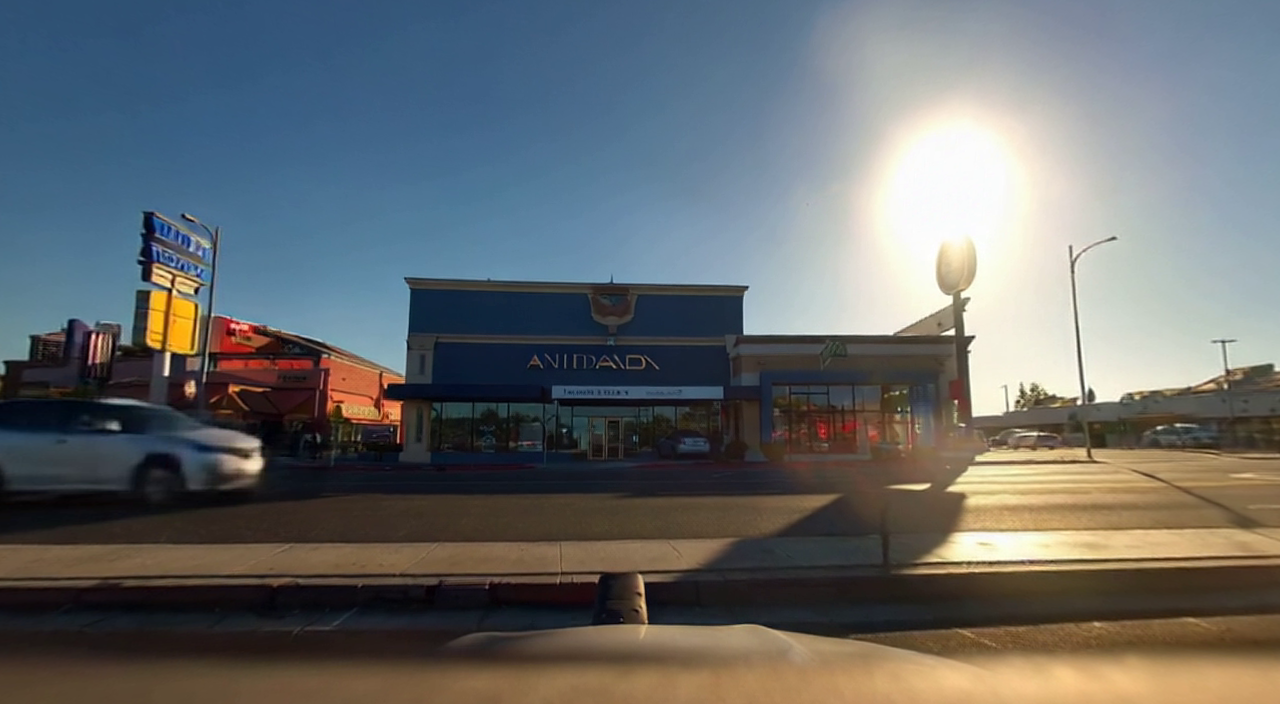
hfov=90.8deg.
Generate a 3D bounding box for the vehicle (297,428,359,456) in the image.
[{"bbox_3d":[-20.274,5.834,40.981,4.596,1.680,1.936,-7,-11,41],"label":"vehicle"}]

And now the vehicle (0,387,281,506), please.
[{"bbox_3d":[-9.052,1.533,10.593,4.735,1.779,2.051,1,-6,-6],"label":"vehicle"}]

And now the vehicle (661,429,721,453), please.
[{"bbox_3d":[3.341,6.000,42.437,1.812,1.468,4.519,5,-10,-28],"label":"vehicle"}]

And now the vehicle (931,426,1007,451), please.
[{"bbox_3d":[25.400,6.709,48.832,4.838,1.799,1.914,-7,-11,38],"label":"vehicle"}]

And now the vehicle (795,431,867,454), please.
[{"bbox_3d":[12.735,6.054,42.349,1.791,1.453,4.593,5,-10,-29],"label":"vehicle"}]
